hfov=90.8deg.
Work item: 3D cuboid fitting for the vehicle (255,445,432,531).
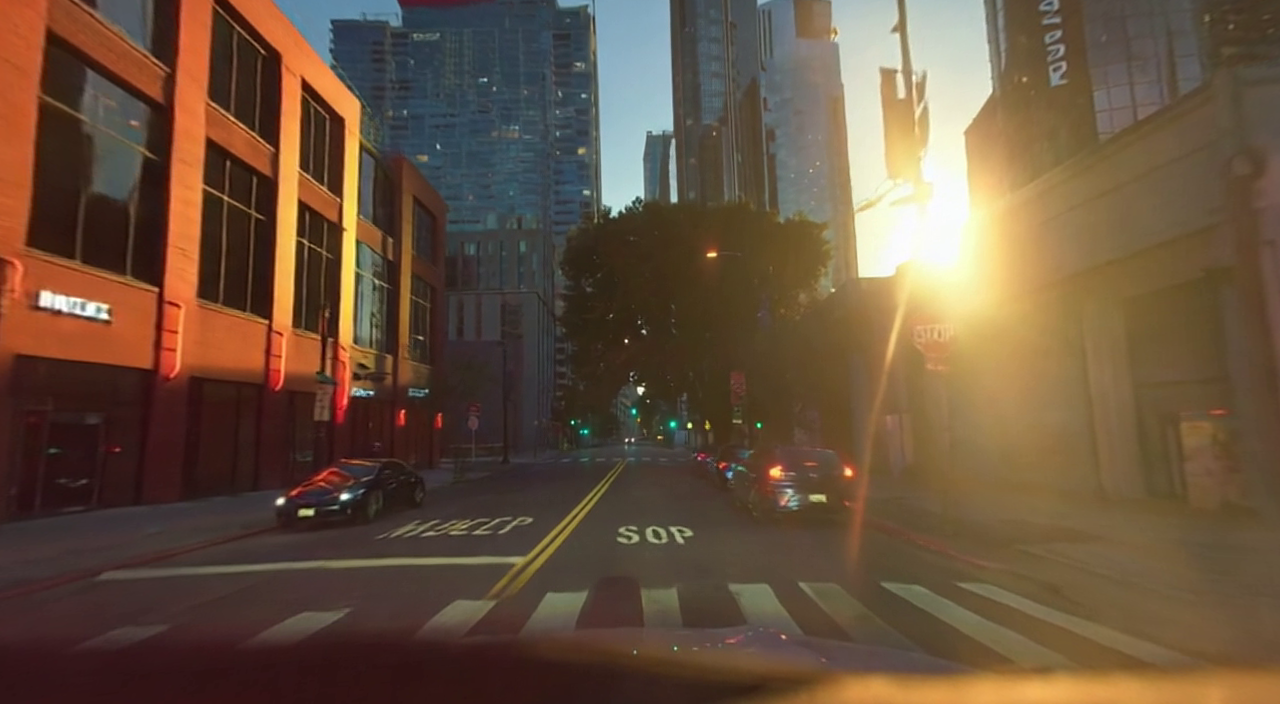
[{"bbox_3d":[-5.765,2.636,12.877,1.864,1.447,3.887,0,-8,-3],"label":"vehicle"}]

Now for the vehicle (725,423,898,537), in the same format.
[{"bbox_3d":[2.853,2.232,11.682,1.917,1.680,4.500,0,-8,0],"label":"vehicle"}]
